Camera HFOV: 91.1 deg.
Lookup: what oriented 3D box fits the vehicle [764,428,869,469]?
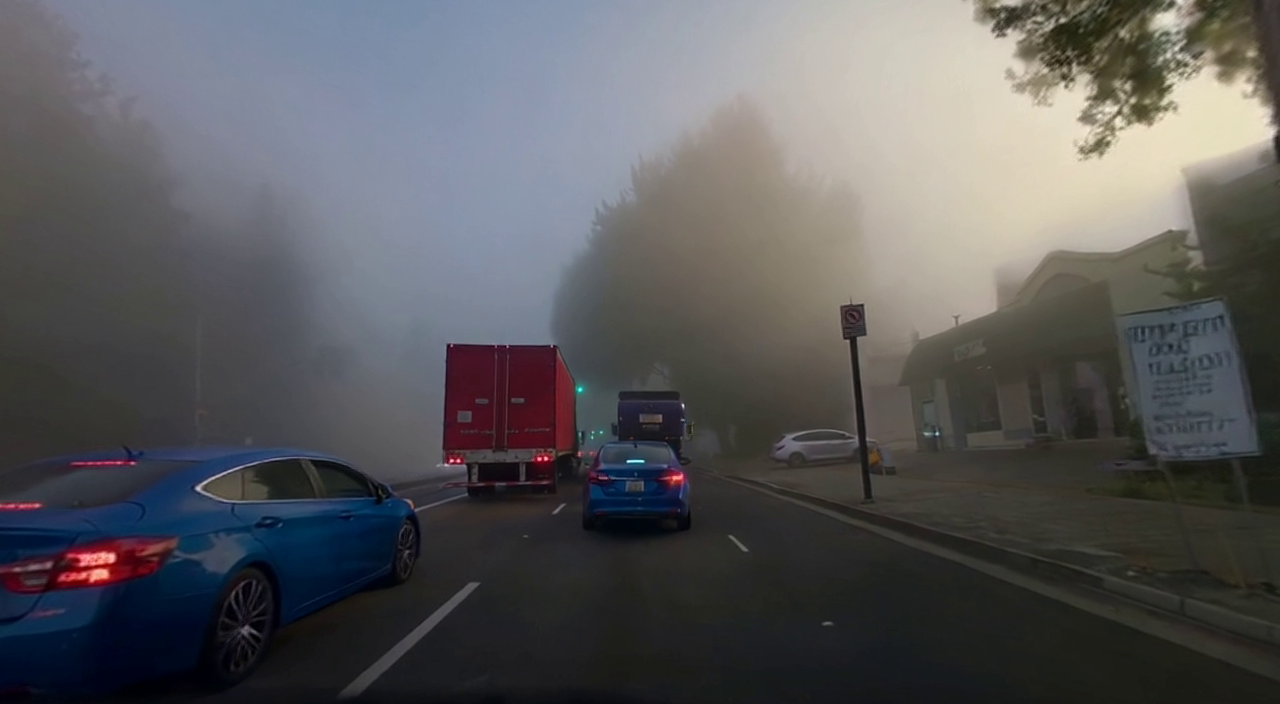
[{"bbox_3d":[8.569,4.752,30.968,2.061,1.845,4.829,5,-10,-31],"label":"vehicle"}]

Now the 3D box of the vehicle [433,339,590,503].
[{"bbox_3d":[-3.248,2.091,18.162,3.020,3.800,7.105,0,-8,0],"label":"vehicle"}]

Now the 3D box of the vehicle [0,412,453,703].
[{"bbox_3d":[-3.044,1.294,4.623,1.969,1.471,4.378,0,-8,0],"label":"vehicle"}]

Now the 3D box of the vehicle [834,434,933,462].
[{"bbox_3d":[13.186,5.225,34.225,4.574,1.478,1.880,0,-8,3],"label":"vehicle"}]

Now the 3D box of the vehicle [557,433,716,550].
[{"bbox_3d":[-0.075,2.125,10.287,2.067,1.506,4.118,0,-8,-1],"label":"vehicle"}]
